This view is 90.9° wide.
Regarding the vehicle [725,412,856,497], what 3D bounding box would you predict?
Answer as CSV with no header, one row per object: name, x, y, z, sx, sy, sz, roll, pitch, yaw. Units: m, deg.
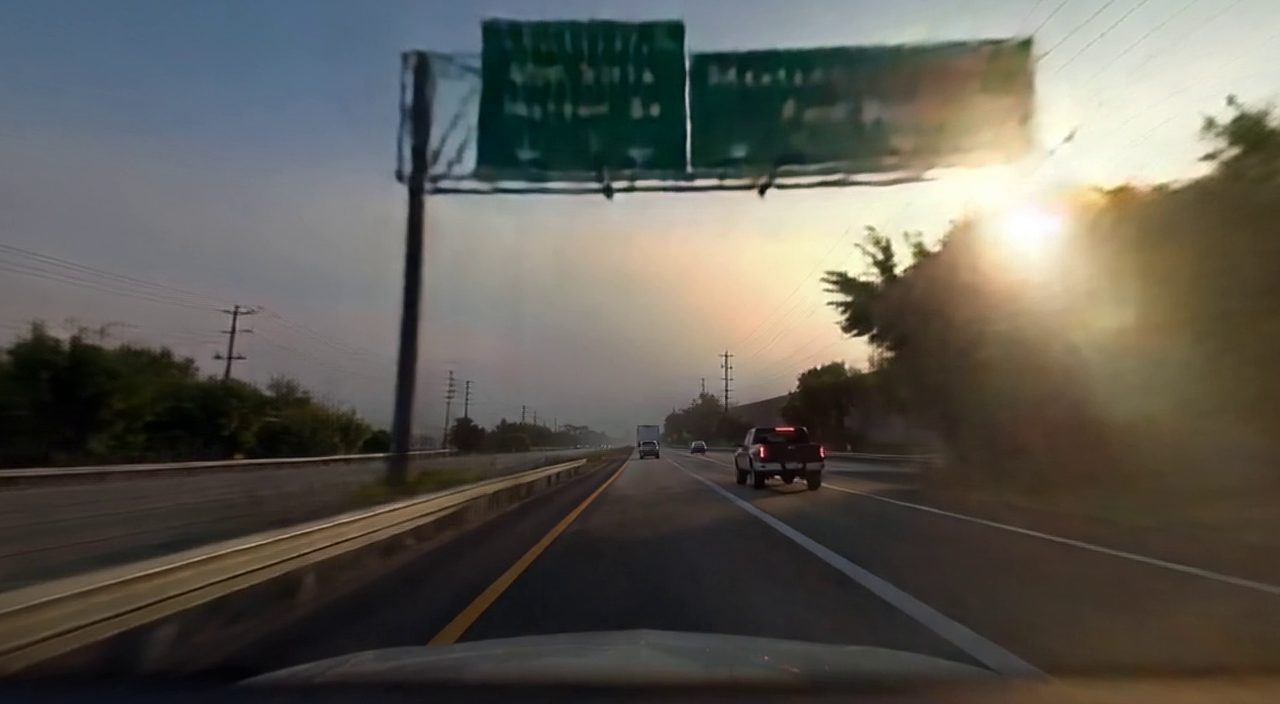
vehicle,4.251,3.056,19.105,2.594,2.155,5.670,-1,-8,1

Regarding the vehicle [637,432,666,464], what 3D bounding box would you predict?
vehicle,0.884,7.372,48.570,2.099,2.260,4.899,0,-8,0
